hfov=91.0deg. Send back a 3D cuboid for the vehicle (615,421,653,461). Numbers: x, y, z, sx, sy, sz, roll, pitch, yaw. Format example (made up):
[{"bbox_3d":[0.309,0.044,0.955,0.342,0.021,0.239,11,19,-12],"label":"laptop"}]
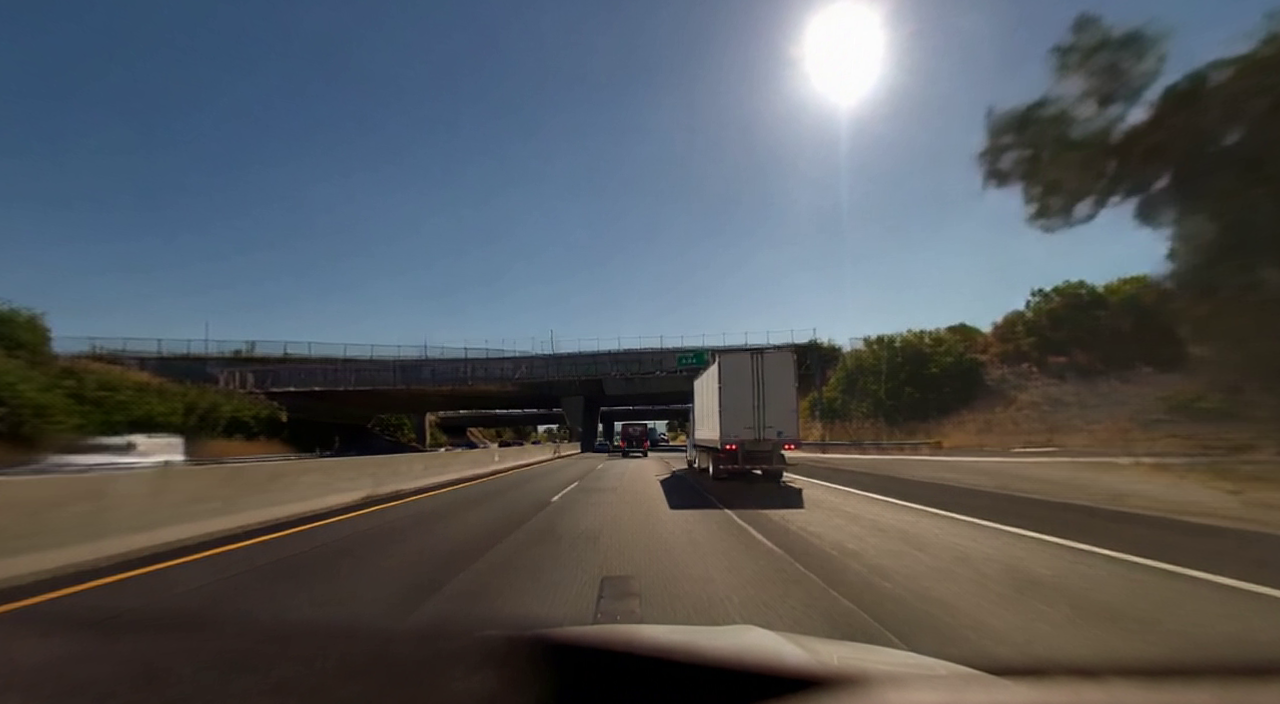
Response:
[{"bbox_3d":[-0.401,6.304,44.787,2.481,2.618,6.314,0,-8,0],"label":"vehicle"}]

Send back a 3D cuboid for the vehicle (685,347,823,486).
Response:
[{"bbox_3d":[3.676,2.627,23.688,2.997,3.983,10.860,1,-8,-1],"label":"vehicle"}]
